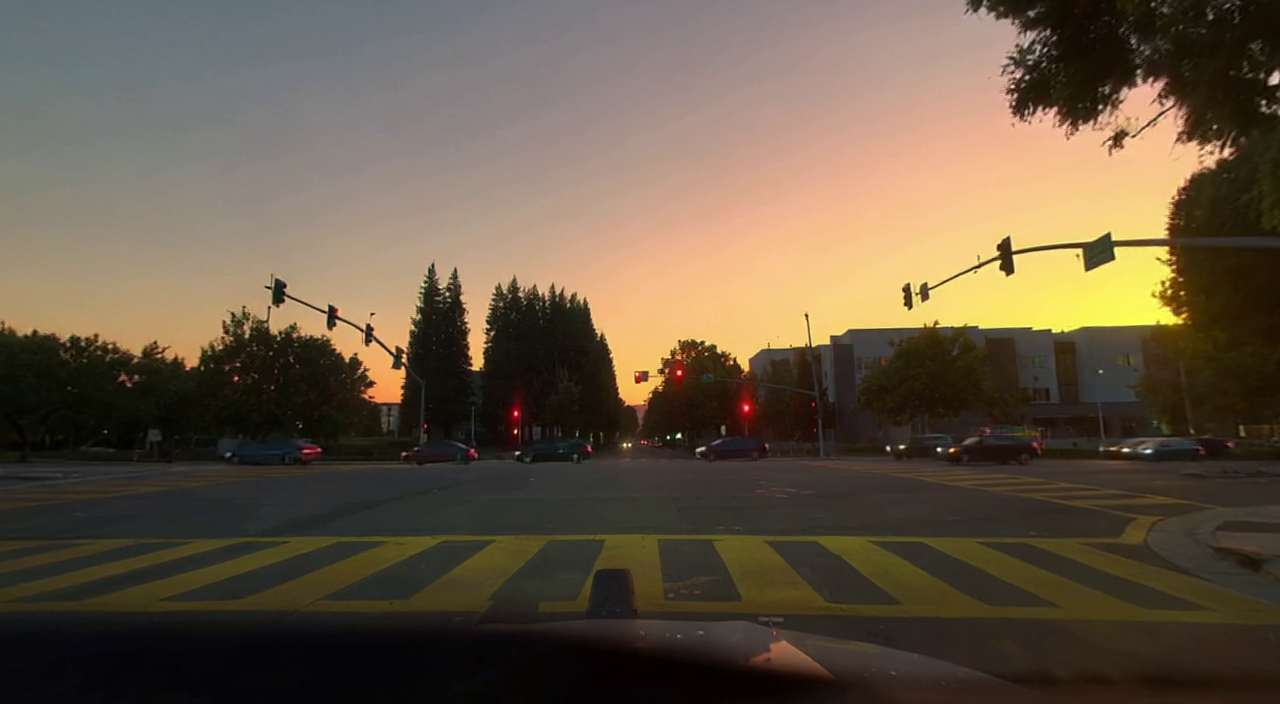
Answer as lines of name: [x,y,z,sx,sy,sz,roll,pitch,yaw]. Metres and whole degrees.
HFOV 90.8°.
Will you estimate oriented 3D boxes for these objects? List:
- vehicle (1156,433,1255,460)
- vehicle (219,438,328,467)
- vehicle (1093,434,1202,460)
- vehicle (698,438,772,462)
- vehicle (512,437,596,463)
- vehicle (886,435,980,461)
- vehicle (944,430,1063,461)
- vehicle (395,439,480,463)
vehicle: [36.134,6.056,40.442,4.488,1.667,1.869,0,-9,0]
vehicle: [-19.417,5.347,33.597,4.629,1.423,1.833,-1,-9,2]
vehicle: [29.514,5.550,36.842,4.724,1.452,1.870,0,-9,1]
vehicle: [5.980,6.219,40.244,4.443,1.472,1.794,0,-9,0]
vehicle: [-4.914,5.692,36.735,4.631,1.435,1.715,0,-9,0]
vehicle: [16.966,5.579,36.742,4.519,1.476,1.767,0,-9,0]
vehicle: [22.861,5.906,39.868,6.133,1.833,2.155,0,-9,-1]
vehicle: [-12.851,6.321,40.230,4.759,1.445,1.865,0,-9,0]
